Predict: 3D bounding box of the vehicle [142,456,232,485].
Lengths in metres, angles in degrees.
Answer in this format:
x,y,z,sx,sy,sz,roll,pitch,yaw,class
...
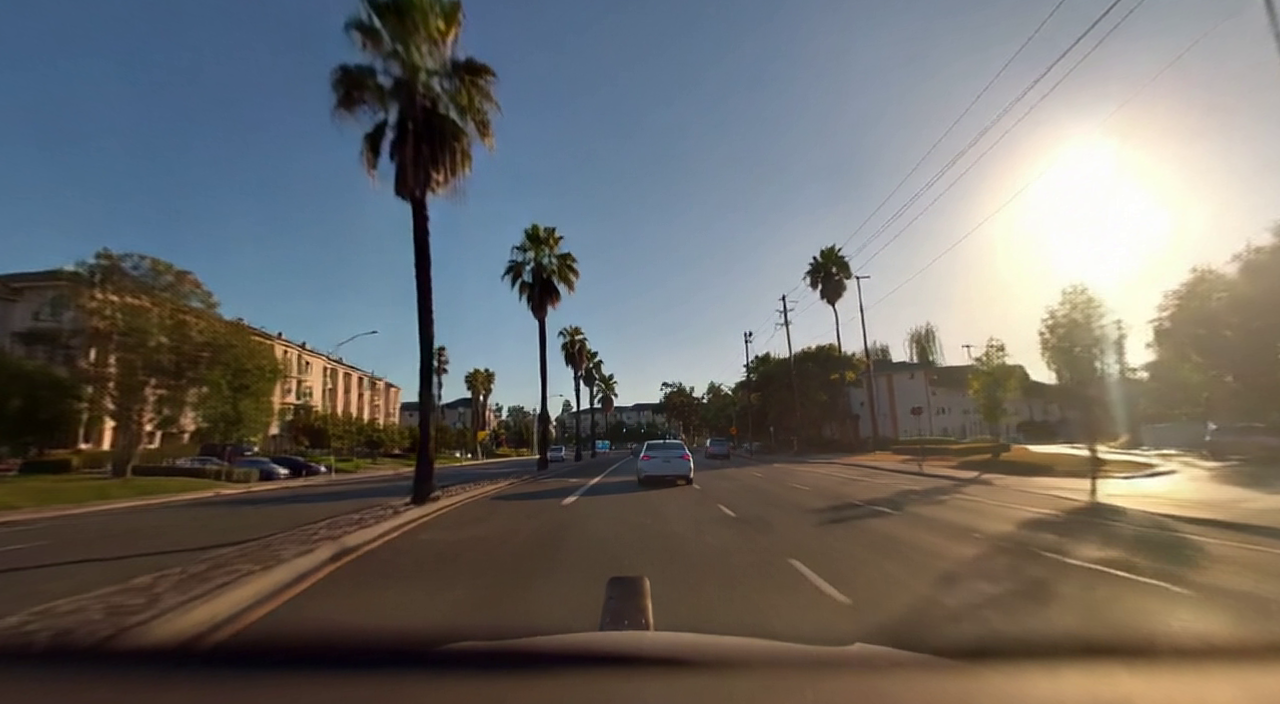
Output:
x,y,z,sx,sy,sz,roll,pitch,yaw,class
-26.399,6.898,36.932,1.813,1.452,4.619,0,-8,0,vehicle

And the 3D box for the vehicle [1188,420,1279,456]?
x,y,z,sx,sy,sz,roll,pitch,yaw,class
27.594,3.905,28.386,1.781,1.520,3.979,2,-9,-13,vehicle

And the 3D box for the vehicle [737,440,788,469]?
x,y,z,sx,sy,sz,roll,pitch,yaw,class
6.643,5.605,34.668,1.897,1.477,4.360,0,-8,-1,vehicle

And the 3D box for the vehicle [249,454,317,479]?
x,y,z,sx,sy,sz,roll,pitch,yaw,class
-23.402,7.518,41.486,1.834,1.499,4.346,0,-9,1,vehicle

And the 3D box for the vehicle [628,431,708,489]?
x,y,z,sx,sy,sz,roll,pitch,yaw,class
0.777,3.460,20.506,2.289,1.679,4.180,0,-8,-1,vehicle
